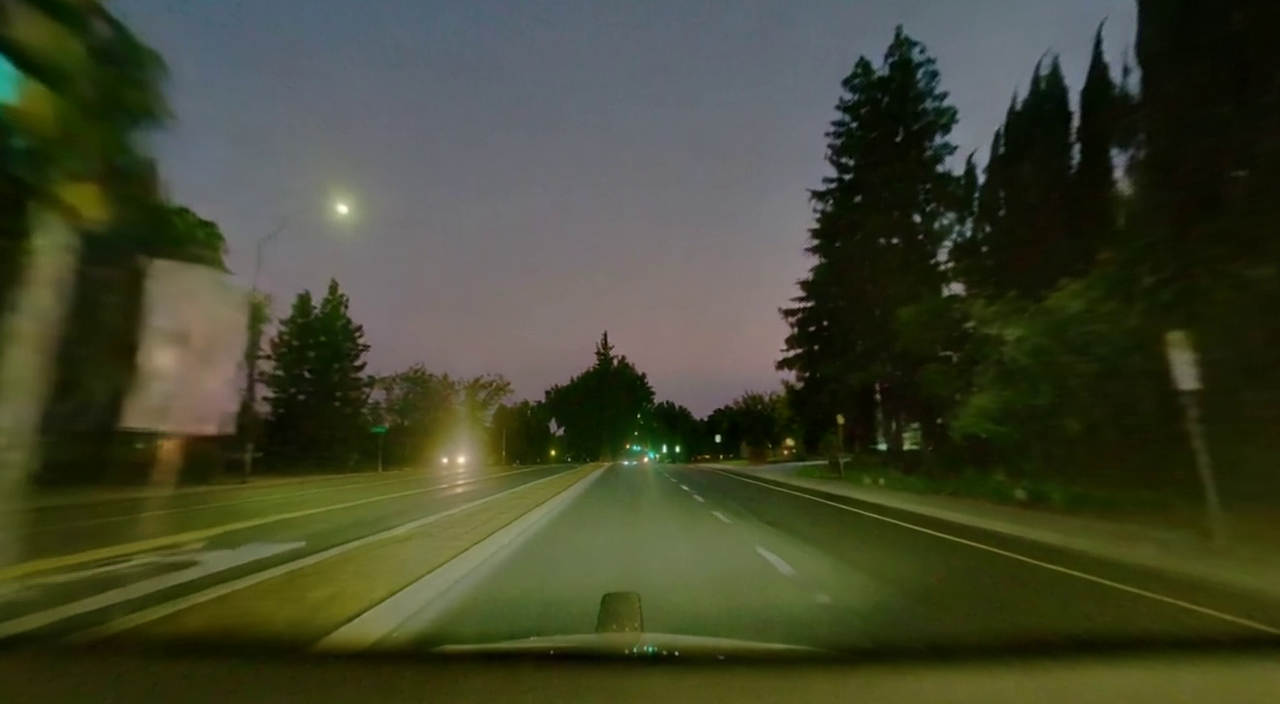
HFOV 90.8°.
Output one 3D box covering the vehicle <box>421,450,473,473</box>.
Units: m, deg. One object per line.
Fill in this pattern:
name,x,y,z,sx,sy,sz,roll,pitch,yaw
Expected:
vehicle,-13.543,7.595,44.149,2.068,1.502,4.643,6,-11,-34
